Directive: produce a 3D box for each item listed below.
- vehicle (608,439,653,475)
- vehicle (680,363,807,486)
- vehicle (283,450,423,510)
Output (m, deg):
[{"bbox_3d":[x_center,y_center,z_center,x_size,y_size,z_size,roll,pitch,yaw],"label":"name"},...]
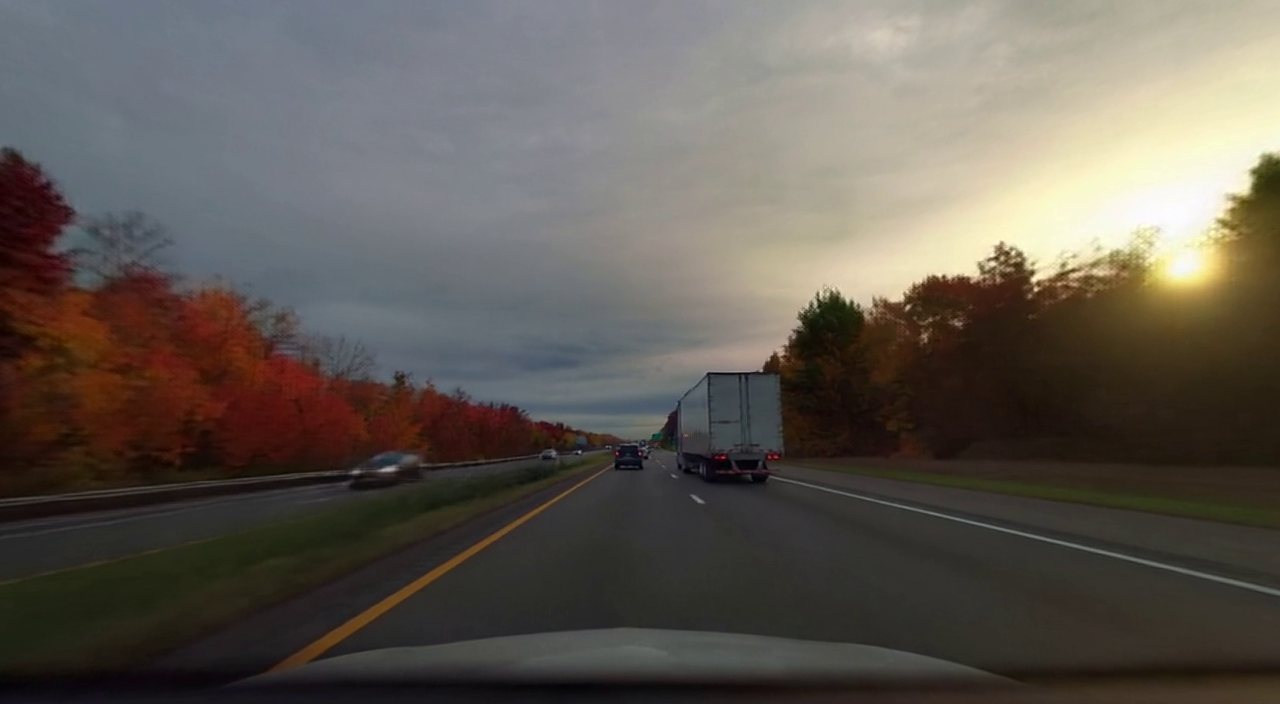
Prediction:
[{"bbox_3d":[-0.441,5.340,32.178,2.151,1.693,4.201,0,-9,0],"label":"vehicle"},{"bbox_3d":[3.844,3.402,27.608,3.068,4.042,13.787,0,-9,-1],"label":"vehicle"},{"bbox_3d":[-8.211,3.664,18.481,2.049,1.525,4.396,0,-9,0],"label":"vehicle"}]
